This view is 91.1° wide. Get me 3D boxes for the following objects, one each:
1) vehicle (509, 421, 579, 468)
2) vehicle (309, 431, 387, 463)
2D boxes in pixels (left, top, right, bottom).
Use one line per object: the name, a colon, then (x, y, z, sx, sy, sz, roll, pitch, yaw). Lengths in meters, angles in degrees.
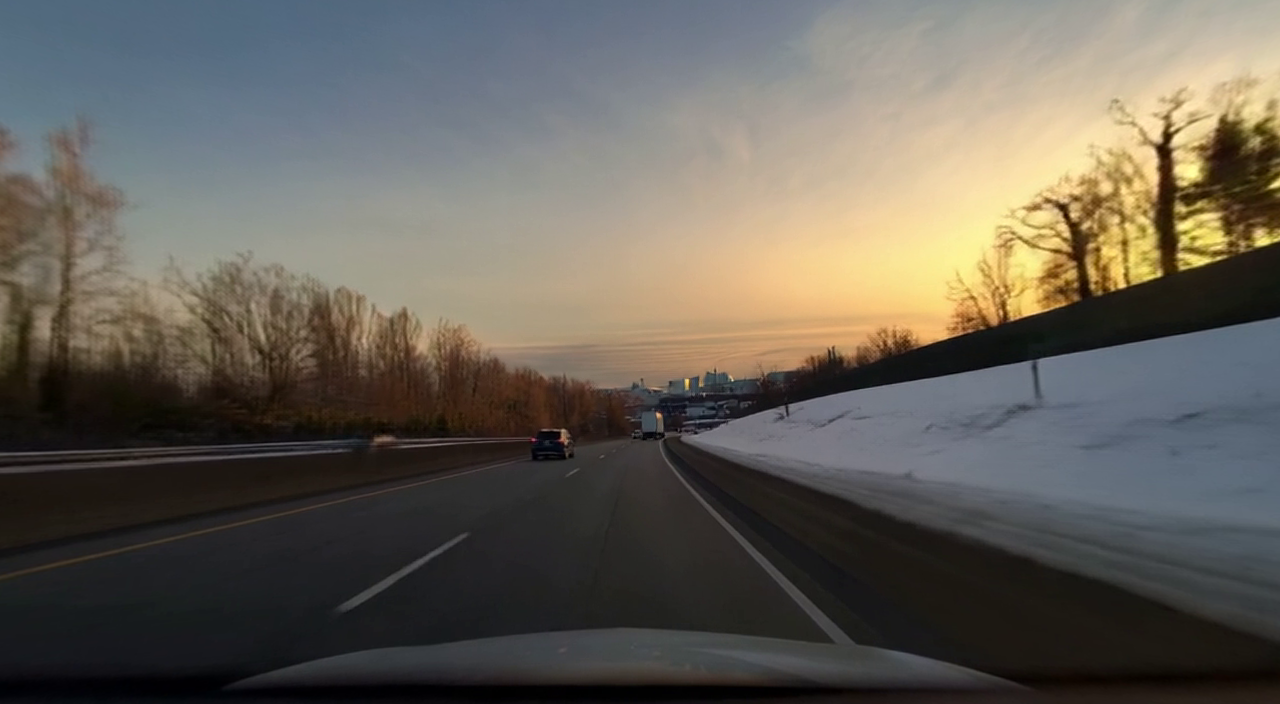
vehicle: (-3.690, 3.656, 24.966, 2.018, 1.678, 4.312, 0, -8, 1)
vehicle: (-15.132, 4.940, 32.899, 1.848, 1.505, 4.527, 0, -8, 1)
